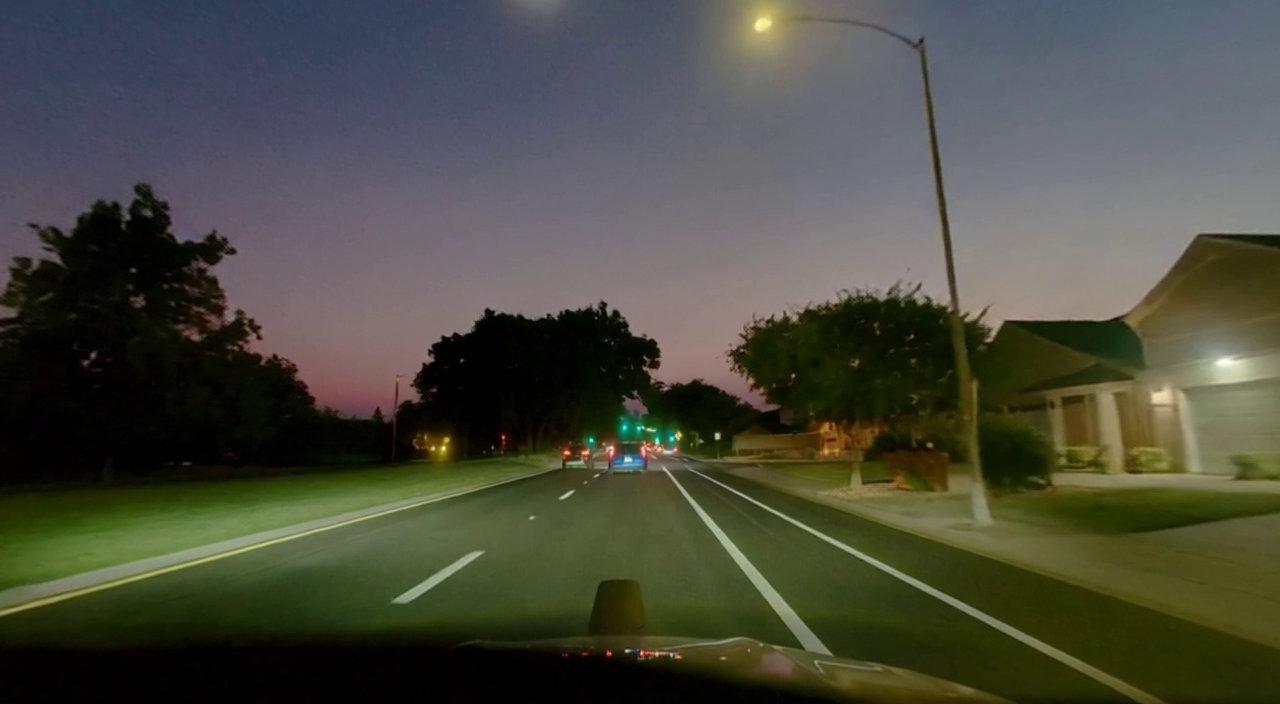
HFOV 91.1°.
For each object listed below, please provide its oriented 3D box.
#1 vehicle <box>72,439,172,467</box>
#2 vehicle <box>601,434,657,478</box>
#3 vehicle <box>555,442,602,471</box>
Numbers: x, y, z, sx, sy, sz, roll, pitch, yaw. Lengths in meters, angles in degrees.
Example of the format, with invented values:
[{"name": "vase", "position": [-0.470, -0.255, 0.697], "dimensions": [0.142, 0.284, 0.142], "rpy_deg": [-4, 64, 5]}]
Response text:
[{"name": "vehicle", "position": [-33.024, 6.471, 40.127], "dimensions": [4.564, 1.717, 1.977], "rpy_deg": [0, -9, -1]}, {"name": "vehicle", "position": [-0.412, 4.441, 26.991], "dimensions": [2.220, 1.742, 4.047], "rpy_deg": [0, -8, 0]}, {"name": "vehicle", "position": [-3.266, 5.671, 34.338], "dimensions": [2.032, 1.433, 4.458], "rpy_deg": [0, -8, 1]}]
